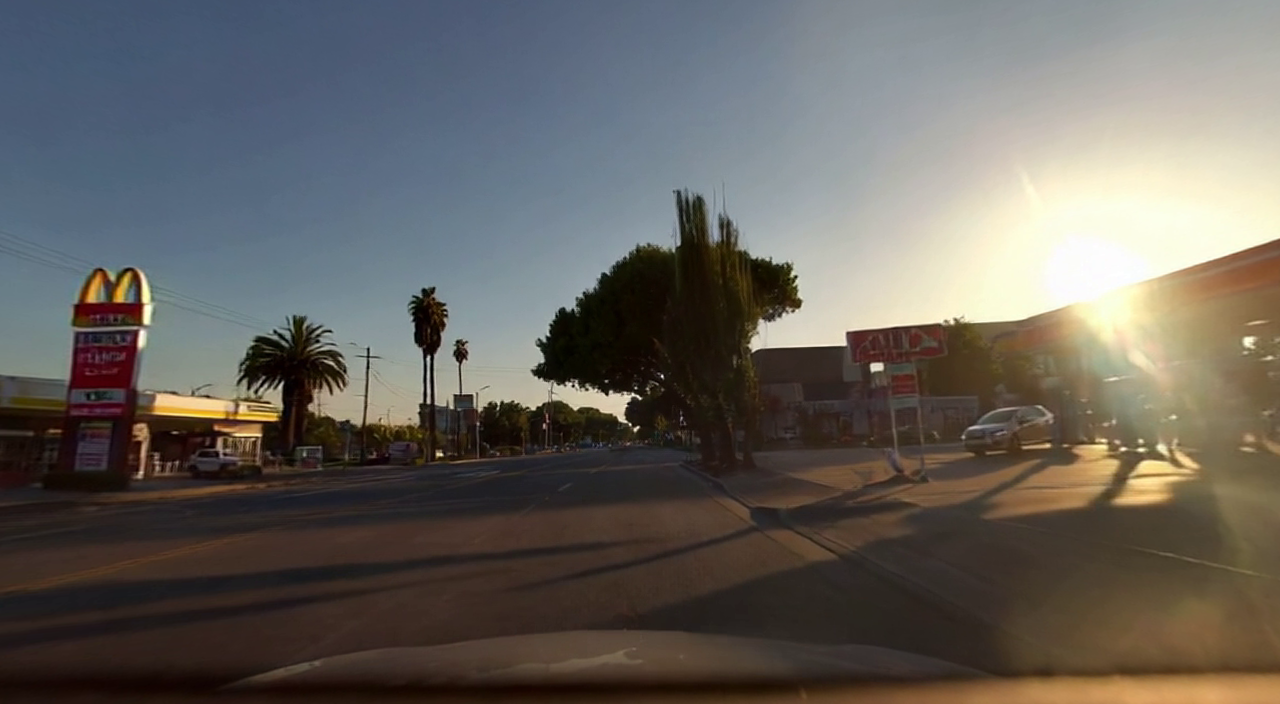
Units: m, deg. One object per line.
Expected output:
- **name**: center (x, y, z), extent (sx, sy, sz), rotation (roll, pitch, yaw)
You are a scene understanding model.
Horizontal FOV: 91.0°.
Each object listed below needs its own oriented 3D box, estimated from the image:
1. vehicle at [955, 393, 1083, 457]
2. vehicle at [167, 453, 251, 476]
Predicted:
- **vehicle**: center (15.967, 3.136, 26.401), extent (5.529, 2.395, 2.399), rotation (6, -10, -35)
- **vehicle**: center (-29.031, 7.545, 42.429), extent (4.420, 1.445, 1.954), rotation (6, -11, -37)
